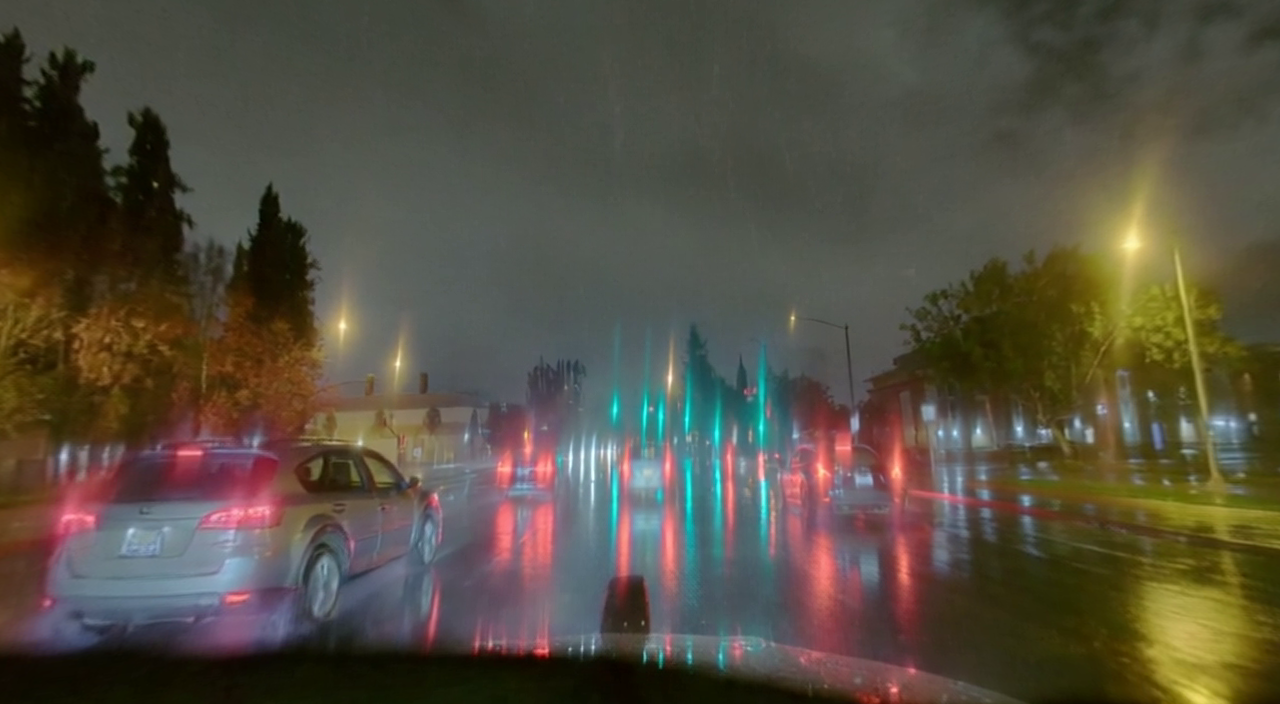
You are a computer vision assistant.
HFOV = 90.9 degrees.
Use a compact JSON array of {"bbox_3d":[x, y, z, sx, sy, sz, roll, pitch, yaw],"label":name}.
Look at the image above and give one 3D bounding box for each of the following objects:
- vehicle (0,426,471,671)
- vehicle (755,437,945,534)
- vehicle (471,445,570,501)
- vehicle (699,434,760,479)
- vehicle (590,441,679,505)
[{"bbox_3d":[-3.305,1.535,6.130,2.038,1.481,4.379,0,-8,1],"label":"vehicle"},{"bbox_3d":[3.691,2.408,12.112,1.990,1.486,4.431,0,-8,-2],"label":"vehicle"},{"bbox_3d":[-3.381,3.492,18.675,2.002,1.465,4.098,0,-8,2],"label":"vehicle"},{"bbox_3d":[4.205,5.040,30.658,2.142,1.957,5.443,0,-8,0],"label":"vehicle"},{"bbox_3d":[-0.170,3.151,16.861,2.101,1.480,3.929,0,-8,-1],"label":"vehicle"}]
